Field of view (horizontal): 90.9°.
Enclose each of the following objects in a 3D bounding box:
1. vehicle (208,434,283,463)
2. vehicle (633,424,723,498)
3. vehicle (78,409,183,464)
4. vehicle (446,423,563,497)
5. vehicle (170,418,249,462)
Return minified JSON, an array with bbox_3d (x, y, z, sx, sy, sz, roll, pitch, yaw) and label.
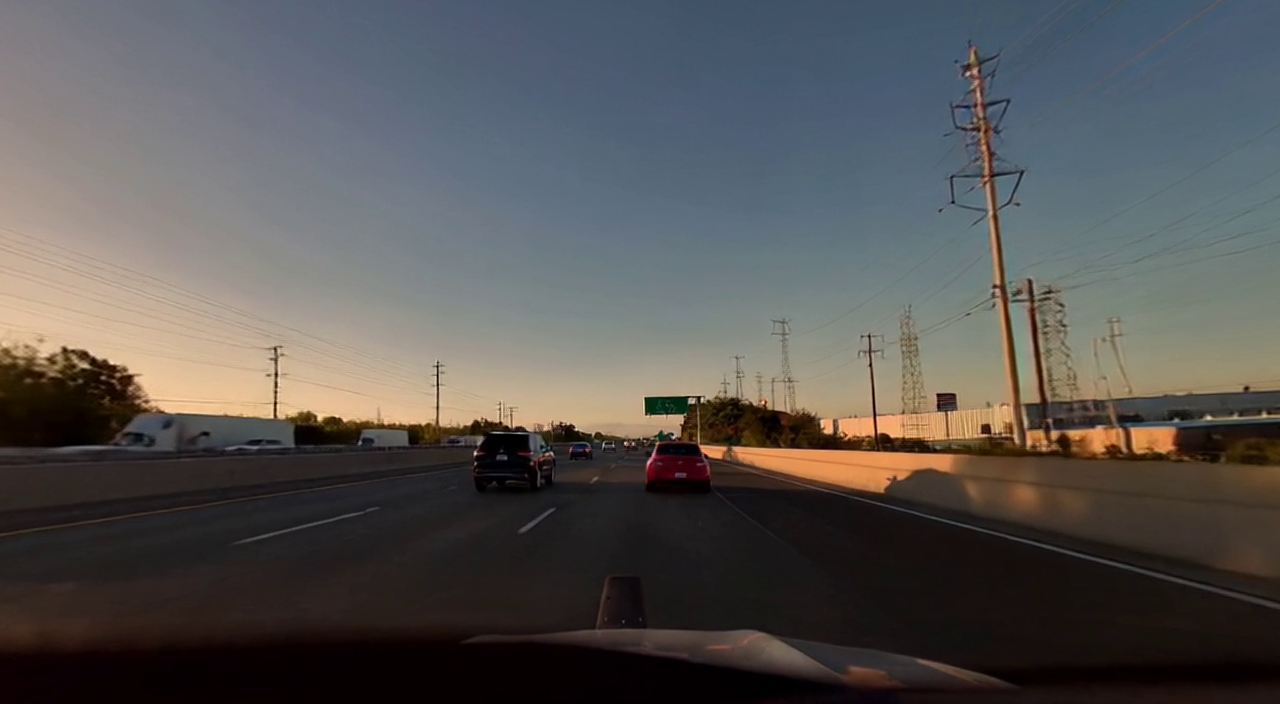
[{"bbox_3d":[-22.993,5.638,36.936,1.964,1.561,3.688,0,-8,1],"label":"vehicle"},{"bbox_3d":[0.941,2.883,16.973,2.134,1.733,4.049,0,-8,1],"label":"vehicle"},{"bbox_3d":[-35.688,5.951,44.413,3.285,3.567,4.773,-1,-8,-1],"label":"vehicle"},{"bbox_3d":[-3.540,2.922,17.445,2.125,1.764,4.393,0,-8,1],"label":"vehicle"},{"bbox_3d":[-31.894,6.555,46.917,2.867,3.154,4.023,0,-8,-1],"label":"vehicle"}]
